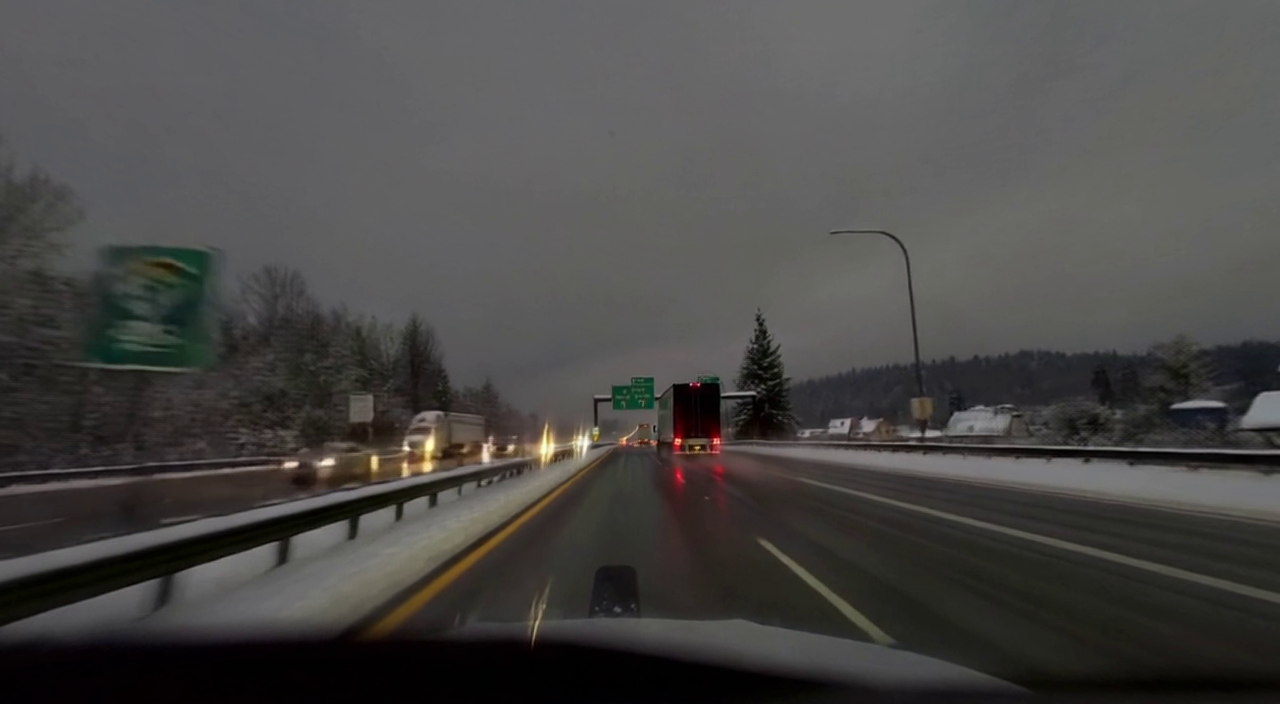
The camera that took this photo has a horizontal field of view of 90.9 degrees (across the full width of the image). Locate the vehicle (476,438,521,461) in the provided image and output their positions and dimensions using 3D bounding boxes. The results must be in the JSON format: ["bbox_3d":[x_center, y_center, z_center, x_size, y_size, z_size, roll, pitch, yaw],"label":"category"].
[{"bbox_3d":[-9.529,6.582,42.810,2.015,1.471,4.662,0,-8,-1],"label":"vehicle"}]

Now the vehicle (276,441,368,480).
[{"bbox_3d":[-13.194,4.508,26.438,1.938,1.457,3.812,0,-8,-1],"label":"vehicle"}]

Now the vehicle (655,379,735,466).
[{"bbox_3d":[2.714,4.136,35.940,2.954,3.995,13.335,0,-8,-2],"label":"vehicle"}]
